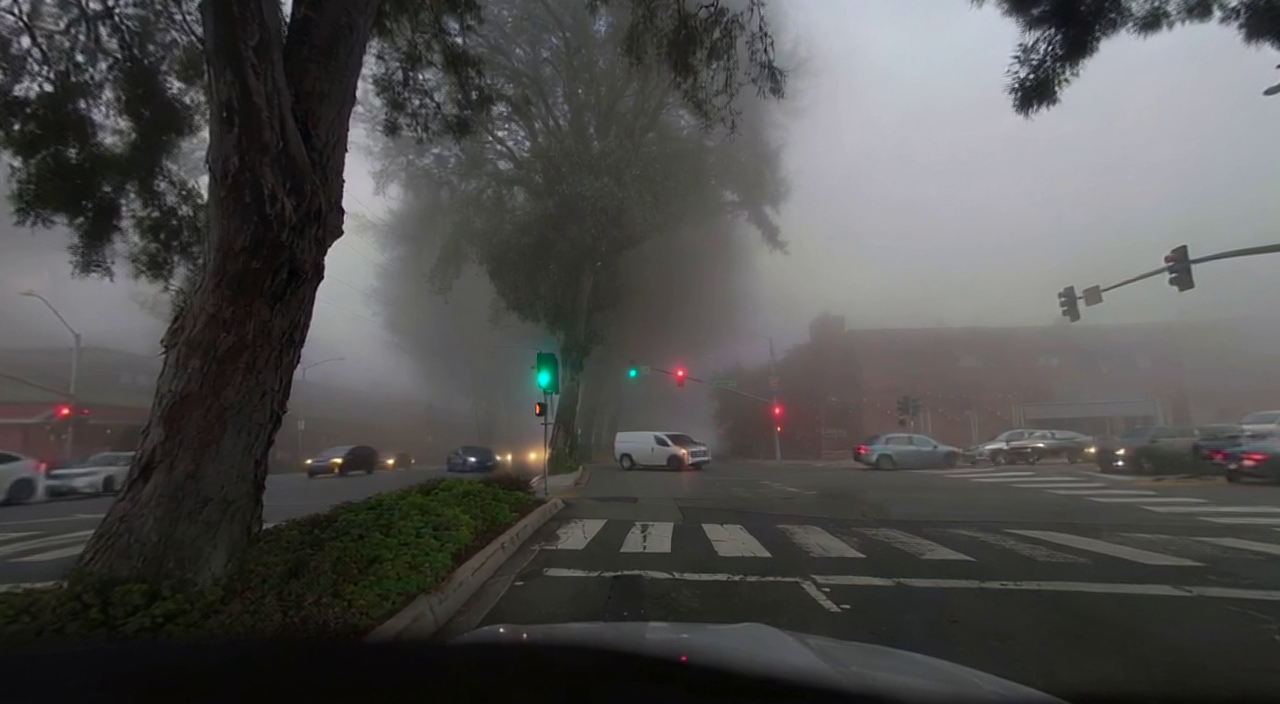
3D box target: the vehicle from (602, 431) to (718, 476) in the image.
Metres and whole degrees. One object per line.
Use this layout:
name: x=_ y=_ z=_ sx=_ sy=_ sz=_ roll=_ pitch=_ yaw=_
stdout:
vehicle: x=0.803 y=4.535 z=28.230 sx=4.958 sy=1.842 sz=2.276 roll=-8 pitch=-12 yaw=44

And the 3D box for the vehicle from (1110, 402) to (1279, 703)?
vehicle: x=3.085 y=0.668 z=0.492 sx=1.990 sy=1.454 sz=4.490 roll=0 pitch=-8 yaw=1

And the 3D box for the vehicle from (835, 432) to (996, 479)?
vehicle: x=9.824 y=3.682 z=22.491 sx=5.017 sy=1.515 sz=2.006 roll=-5 pitch=-10 yaw=29

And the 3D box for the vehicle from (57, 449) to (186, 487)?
vehicle: x=-22.428 y=5.002 z=27.413 sx=1.863 sy=1.462 sz=4.418 roll=0 pitch=-8 yaw=0

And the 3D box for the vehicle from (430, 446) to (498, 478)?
vehicle: x=-7.976 y=4.898 z=28.235 sx=1.921 sy=1.304 sz=4.050 roll=5 pitch=-10 yaw=-30

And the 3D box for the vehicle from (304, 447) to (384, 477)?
vehicle: x=-15.584 y=5.780 z=33.312 sx=1.981 sy=1.438 sz=4.607 roll=0 pitch=-8 yaw=0
